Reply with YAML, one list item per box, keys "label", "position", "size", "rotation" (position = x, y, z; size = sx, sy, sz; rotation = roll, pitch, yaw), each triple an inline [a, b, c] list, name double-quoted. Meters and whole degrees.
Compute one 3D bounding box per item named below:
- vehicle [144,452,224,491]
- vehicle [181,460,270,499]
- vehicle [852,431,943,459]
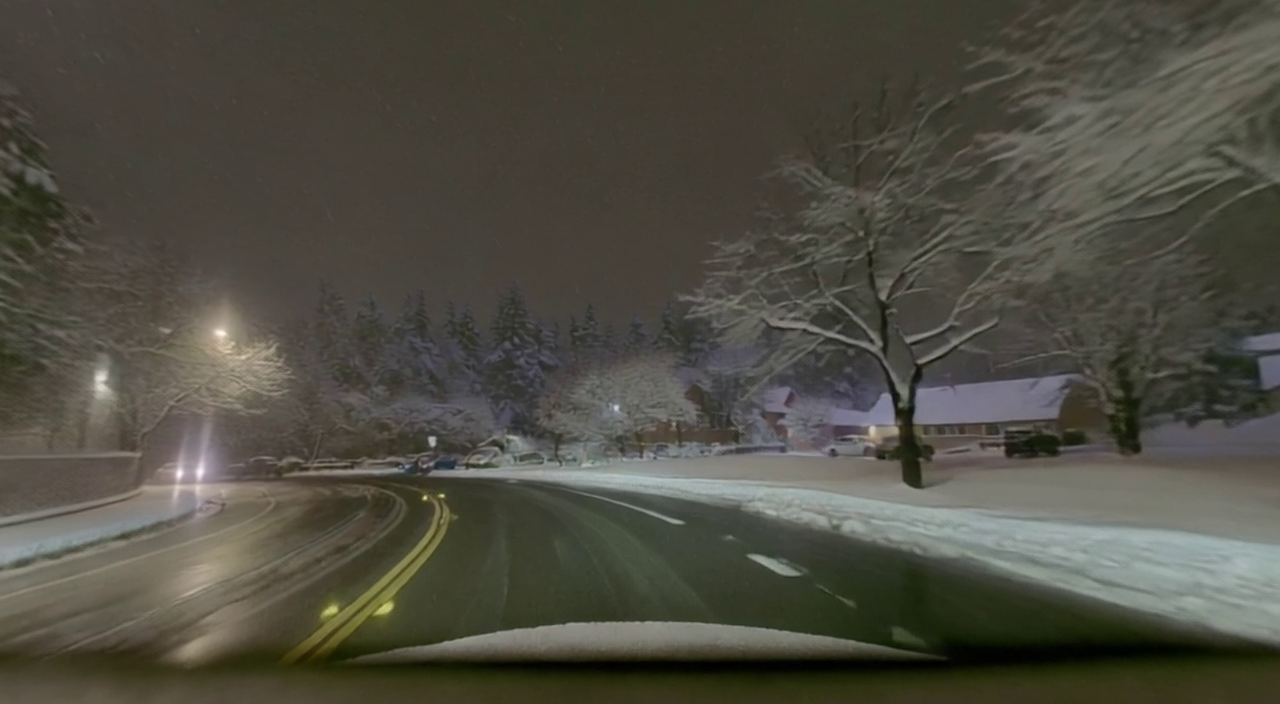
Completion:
- label: "vehicle"
  position: [-25.326, 6.553, 35.018]
  size: [4.946, 1.537, 2.206]
  rotation: [-2, -6, 38]
- label: "vehicle"
  position: [-18.293, 5.453, 27.648]
  size: [2.772, 1.161, 7.241]
  rotation: [2, -8, -37]
- label: "vehicle"
  position: [14.383, 5.237, 35.575]
  size: [4.462, 1.474, 1.765]
  rotation: [-2, -9, 13]
